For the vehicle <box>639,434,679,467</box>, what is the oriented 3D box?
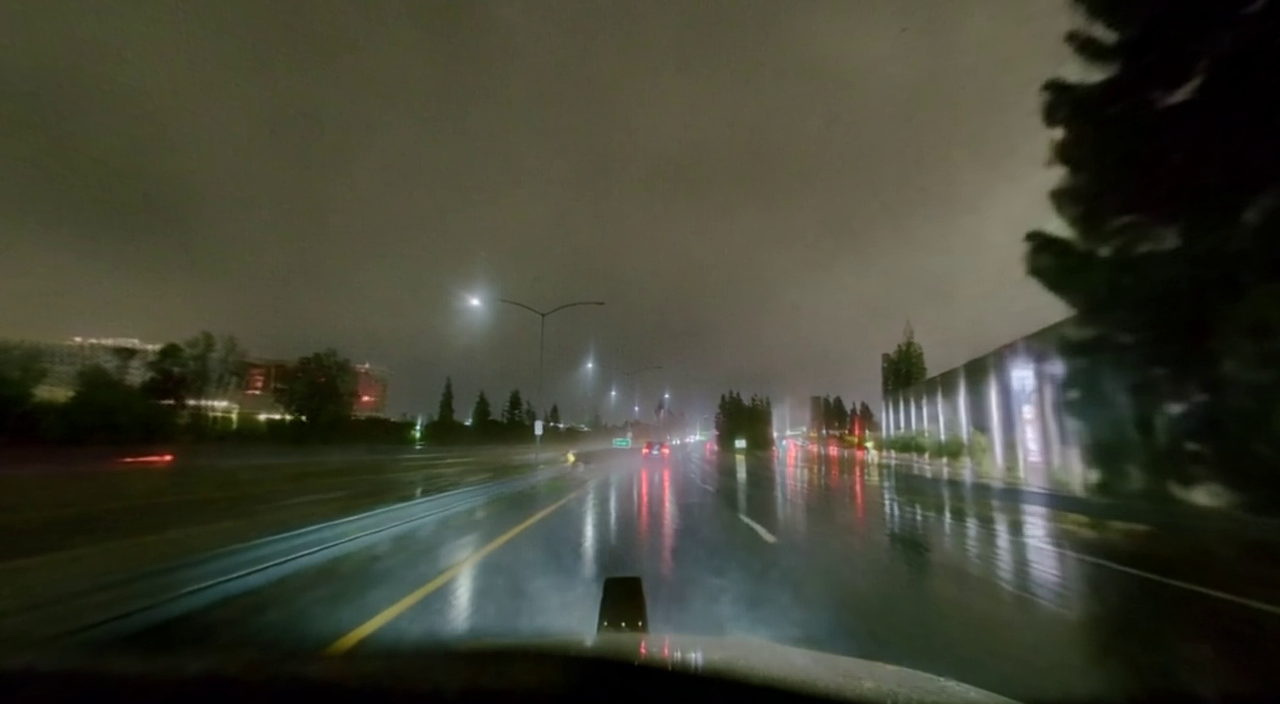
[{"bbox_3d":[1.413,6.863,43.753,2.546,2.126,5.153,-1,-8,4],"label":"vehicle"}]
